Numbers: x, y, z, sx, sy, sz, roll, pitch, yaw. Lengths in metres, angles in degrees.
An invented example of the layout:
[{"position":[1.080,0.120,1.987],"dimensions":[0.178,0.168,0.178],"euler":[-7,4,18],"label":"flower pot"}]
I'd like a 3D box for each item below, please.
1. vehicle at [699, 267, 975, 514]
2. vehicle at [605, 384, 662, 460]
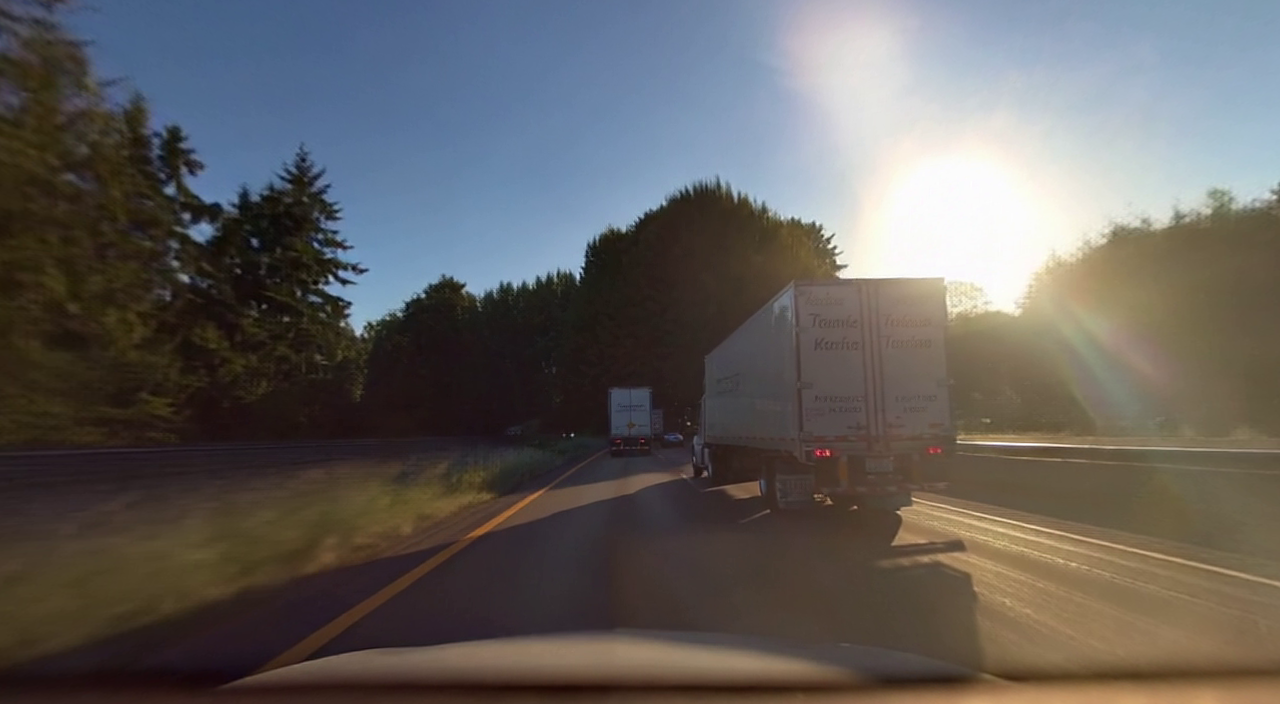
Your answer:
[{"position":[3.949,1.568,17.794],"dimensions":[2.856,4.145,14.500],"euler":[0,-8,-1],"label":"vehicle"},{"position":[-0.385,4.322,37.936],"dimensions":[2.958,3.917,10.196],"euler":[0,-8,-1],"label":"vehicle"}]
